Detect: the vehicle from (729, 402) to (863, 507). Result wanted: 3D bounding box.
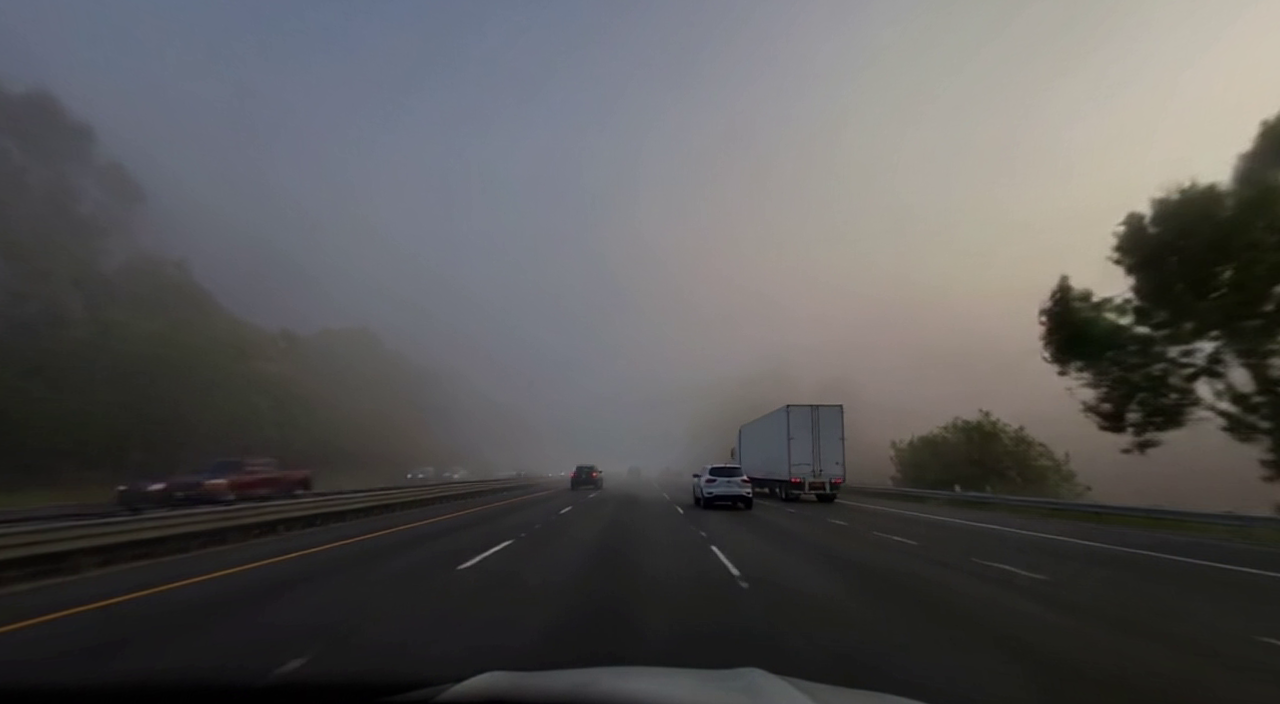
[{"bbox_3d":[7.449,5.611,33.697,2.883,4.151,17.144,1,-10,0],"label":"vehicle"}]

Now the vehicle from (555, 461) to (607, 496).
[{"bbox_3d":[-2.758,6.105,30.480,2.025,1.547,4.150,1,-10,1],"label":"vehicle"}]

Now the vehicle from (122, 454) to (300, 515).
[{"bbox_3d":[-11.410,3.551,17.147,1.827,1.412,4.194,1,-10,1],"label":"vehicle"}]

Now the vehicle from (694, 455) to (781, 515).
[{"bbox_3d":[3.026,4.292,20.586,2.050,1.708,4.457,1,-10,-1],"label":"vehicle"}]
